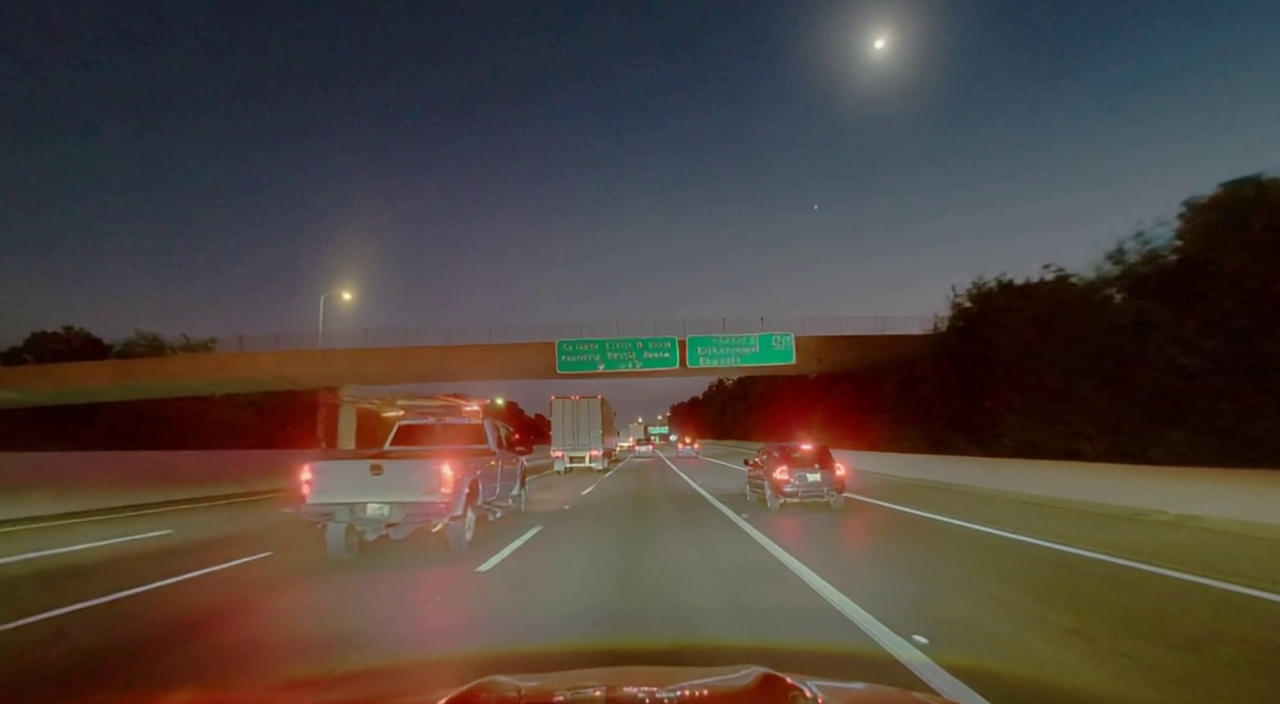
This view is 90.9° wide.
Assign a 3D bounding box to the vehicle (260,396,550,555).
[{"bbox_3d":[-3.498,2.064,11.423,2.645,2.023,6.491,-1,-8,1],"label":"vehicle"}]

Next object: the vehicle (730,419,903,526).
[{"bbox_3d":[3.095,2.220,12.161,2.028,1.658,4.334,0,-8,0],"label":"vehicle"}]

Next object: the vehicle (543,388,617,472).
[{"bbox_3d":[-3.244,4.973,38.839,2.869,4.108,15.564,0,-8,1],"label":"vehicle"}]
